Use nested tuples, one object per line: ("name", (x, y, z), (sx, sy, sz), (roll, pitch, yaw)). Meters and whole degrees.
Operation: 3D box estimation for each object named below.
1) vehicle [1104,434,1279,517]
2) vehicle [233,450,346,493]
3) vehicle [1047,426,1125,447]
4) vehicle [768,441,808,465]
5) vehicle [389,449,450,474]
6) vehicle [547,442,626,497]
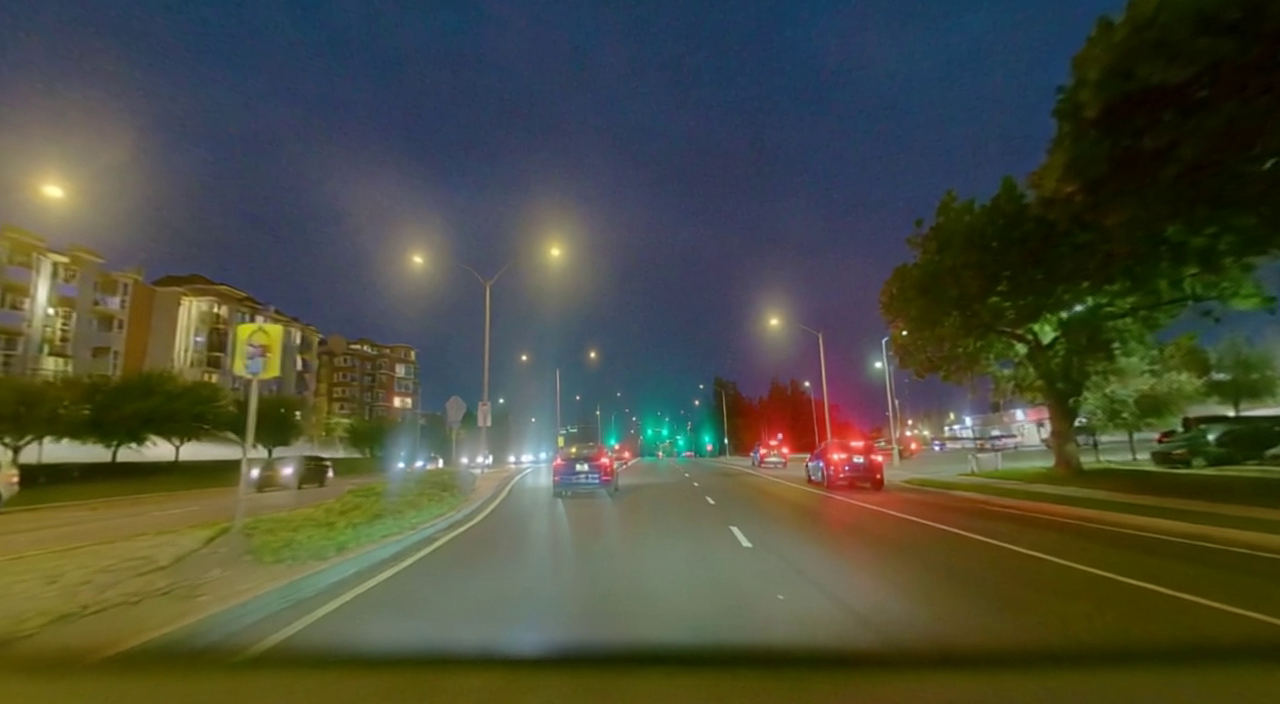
("vehicle", (12.295, 2.432, 12.902), (2.062, 1.442, 4.533), (0, -8, -2))
("vehicle", (-13.523, 4.599, 24.749), (1.882, 1.475, 4.522), (0, -8, 0))
("vehicle", (34.881, 6.622, 49.452), (4.531, 1.596, 1.929), (-1, -8, 2))
("vehicle", (11.314, 7.759, 48.638), (1.975, 1.677, 4.400), (0, -8, 0))
("vehicle", (-13.912, 6.908, 40.201), (2.149, 1.468, 4.707), (-1, -8, 1))
("vehicle", (-1.615, 3.530, 19.474), (2.144, 1.447, 4.421), (0, -8, -4))
